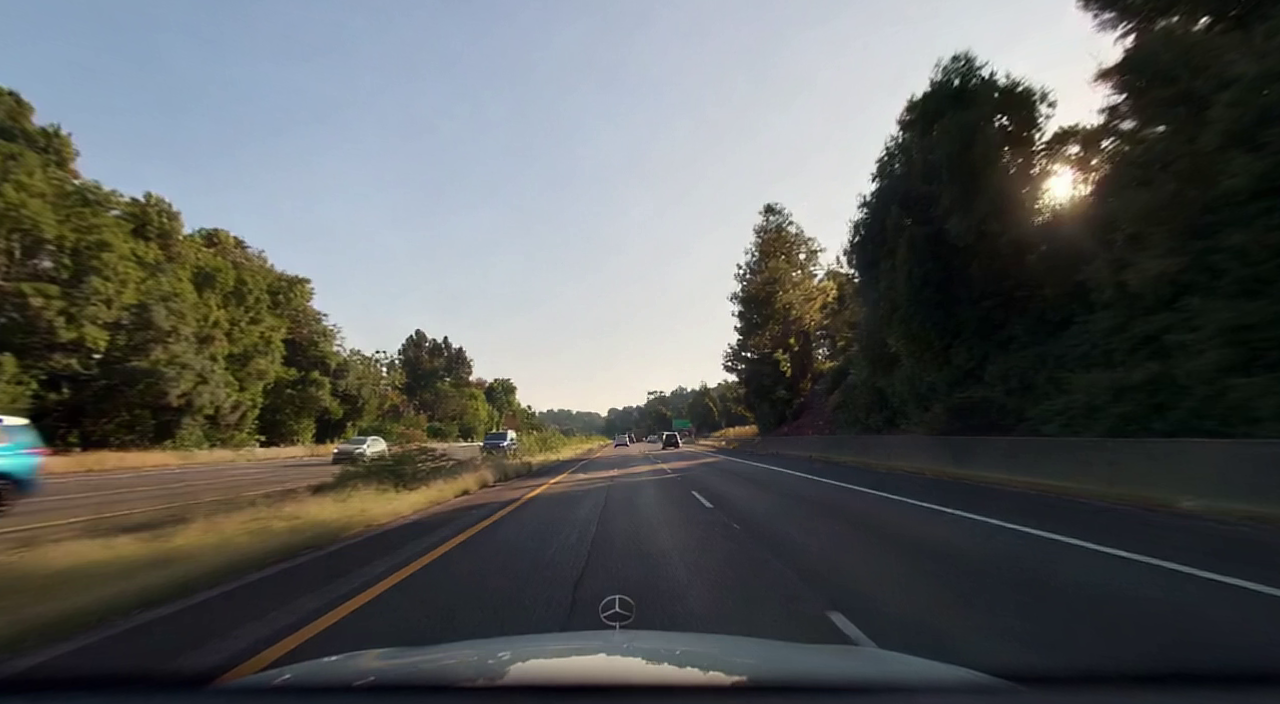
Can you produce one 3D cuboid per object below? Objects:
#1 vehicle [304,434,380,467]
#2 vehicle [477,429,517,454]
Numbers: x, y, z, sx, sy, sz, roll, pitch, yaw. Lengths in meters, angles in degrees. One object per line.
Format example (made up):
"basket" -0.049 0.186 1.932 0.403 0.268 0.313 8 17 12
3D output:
"vehicle" -14.607 4.820 31.190 1.836 1.477 4.096 0 -8 -1
"vehicle" -10.210 6.399 45.227 1.997 1.729 4.143 0 -8 -1
